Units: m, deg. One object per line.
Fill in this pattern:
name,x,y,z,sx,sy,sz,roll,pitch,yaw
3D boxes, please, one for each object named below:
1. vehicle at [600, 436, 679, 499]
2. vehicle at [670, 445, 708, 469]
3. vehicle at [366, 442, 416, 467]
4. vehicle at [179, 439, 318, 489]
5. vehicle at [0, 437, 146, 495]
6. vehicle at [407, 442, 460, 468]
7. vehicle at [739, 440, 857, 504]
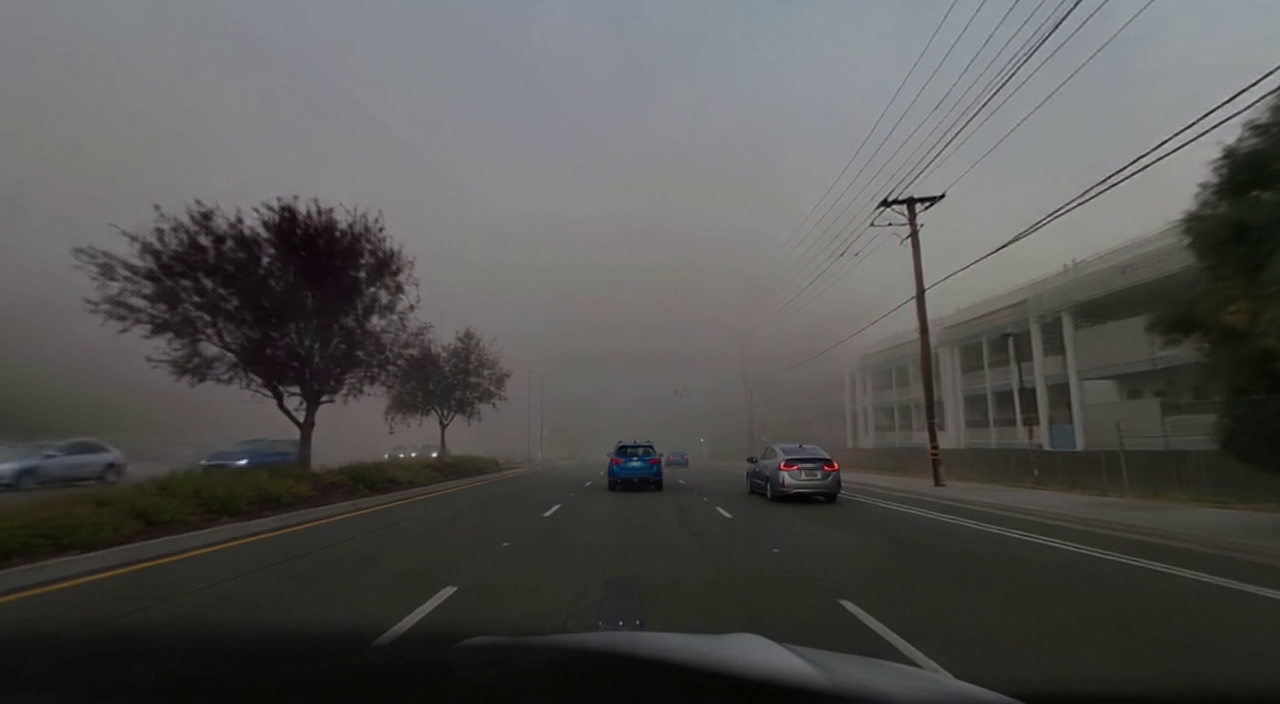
vehicle,-0.056,3.302,18.477,2.073,1.606,3.933,0,-8,-1
vehicle,3.193,6.900,41.610,2.054,1.461,4.321,0,-8,-1
vehicle,-17.869,7.329,45.512,1.822,1.695,4.329,0,-8,-1
vehicle,-13.479,3.863,22.177,1.981,1.572,4.575,0,-8,-1
vehicle,-17.153,3.255,18.437,1.873,1.459,4.447,0,-8,0
vehicle,-13.674,6.864,42.207,1.982,1.639,4.553,0,-8,0
vehicle,4.194,3.249,17.610,2.086,1.534,4.351,0,-8,-1
